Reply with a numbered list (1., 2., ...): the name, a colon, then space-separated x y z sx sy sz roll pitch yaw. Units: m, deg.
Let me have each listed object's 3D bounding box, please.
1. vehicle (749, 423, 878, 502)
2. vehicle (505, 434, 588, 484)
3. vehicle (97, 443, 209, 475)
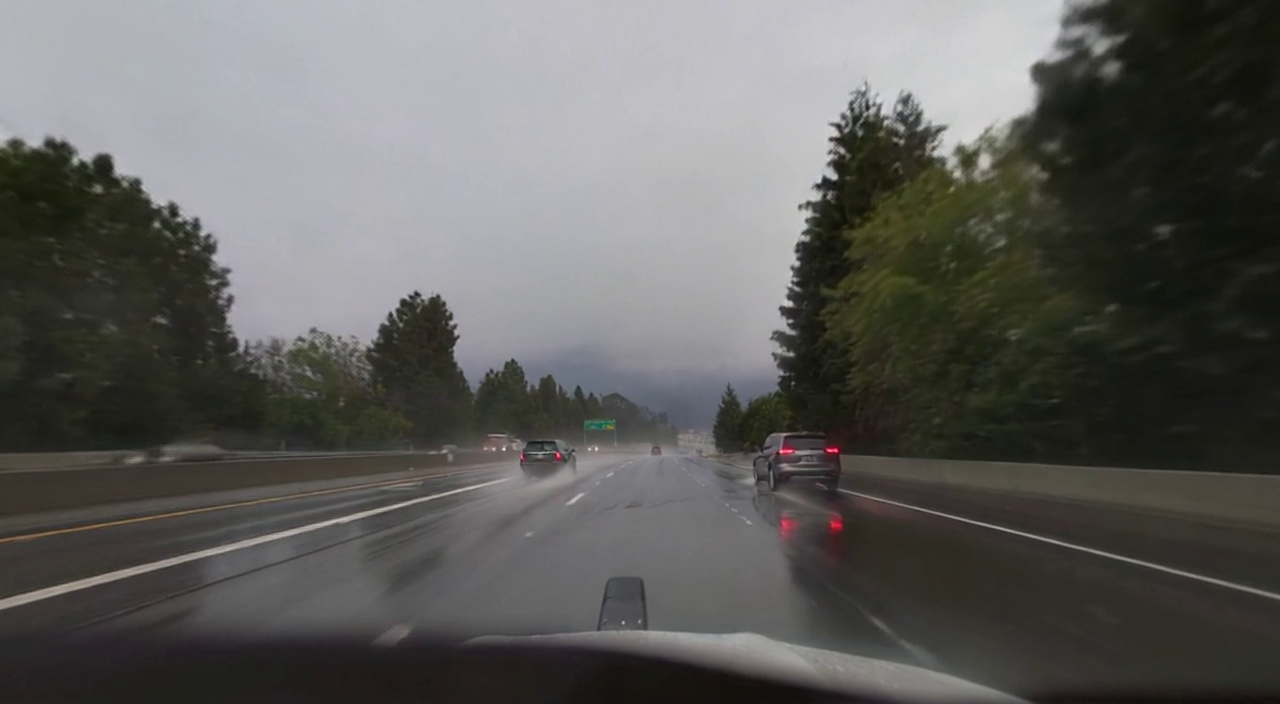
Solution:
1. vehicle: 4.390 2.866 16.737 2.149 1.796 4.487 0 -8 0
2. vehicle: -3.216 3.800 22.552 2.166 1.608 4.297 0 -8 2
3. vehicle: -24.282 5.328 31.559 1.820 1.468 4.624 0 -8 1
